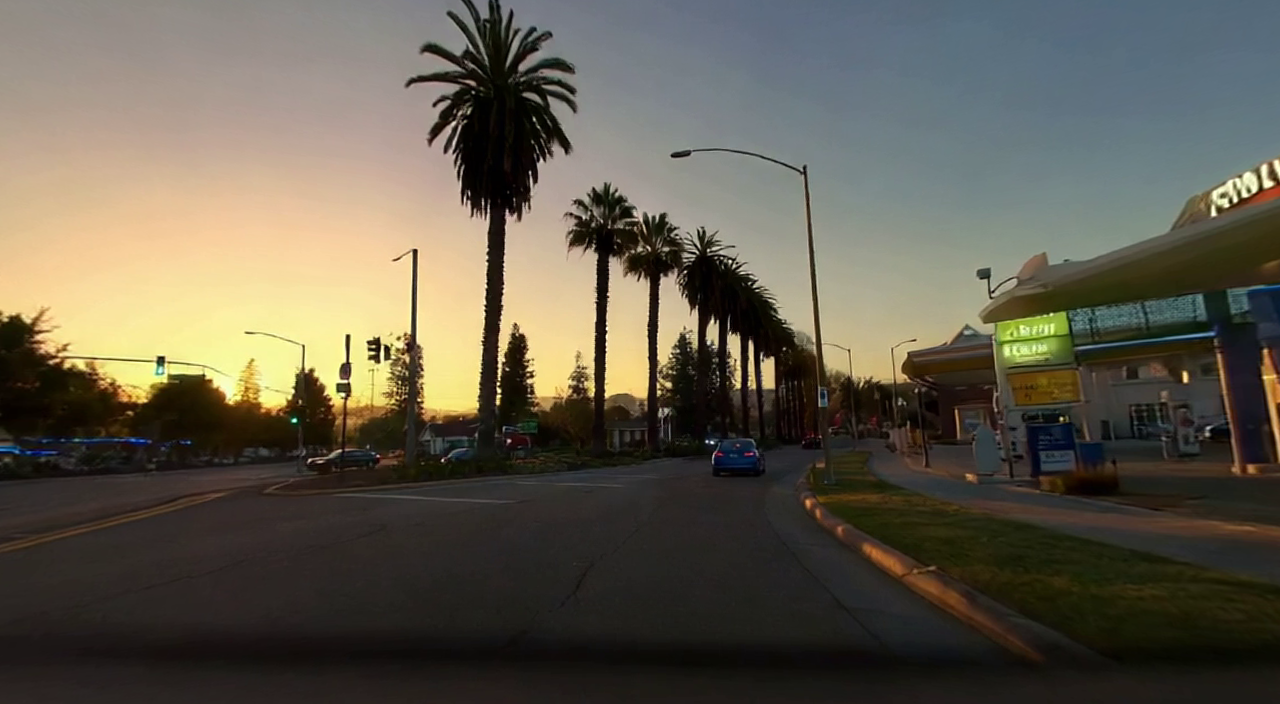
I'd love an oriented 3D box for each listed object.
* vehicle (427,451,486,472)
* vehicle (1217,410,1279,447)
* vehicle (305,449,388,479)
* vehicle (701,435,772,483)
[{"bbox_3d":[-13.753,8.217,47.495,1.825,1.441,4.656,-3,-9,20],"label":"vehicle"},{"bbox_3d":[35.911,4.192,35.383,4.464,1.655,2.011,-10,-15,22],"label":"vehicle"},{"bbox_3d":[-17.348,6.616,37.427,1.884,1.651,4.330,-3,-9,20],"label":"vehicle"},{"bbox_3d":[3.564,3.794,22.633,2.050,1.509,4.148,-2,-9,15],"label":"vehicle"}]
